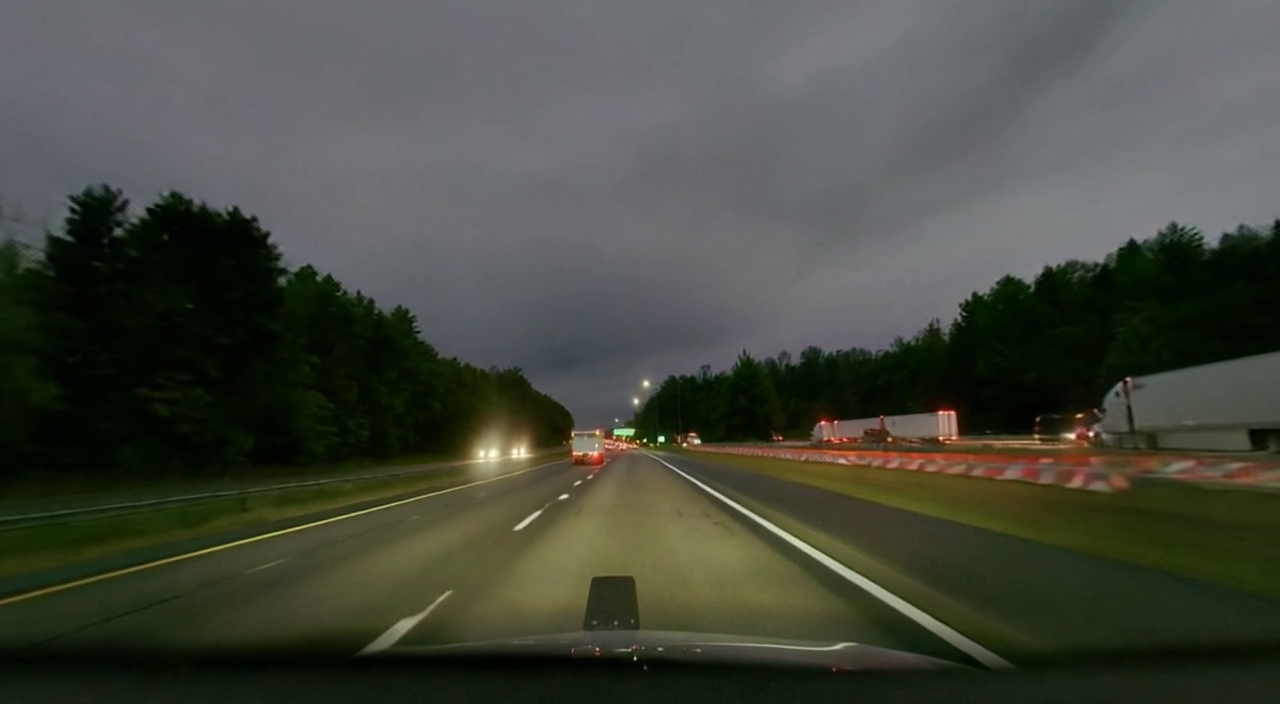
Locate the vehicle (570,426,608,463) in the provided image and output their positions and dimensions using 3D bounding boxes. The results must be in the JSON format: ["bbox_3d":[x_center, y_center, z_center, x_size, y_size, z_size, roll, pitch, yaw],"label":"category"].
[{"bbox_3d":[-3.810,7.030,47.860,2.484,2.625,5.907,0,-8,-1],"label":"vehicle"}]
